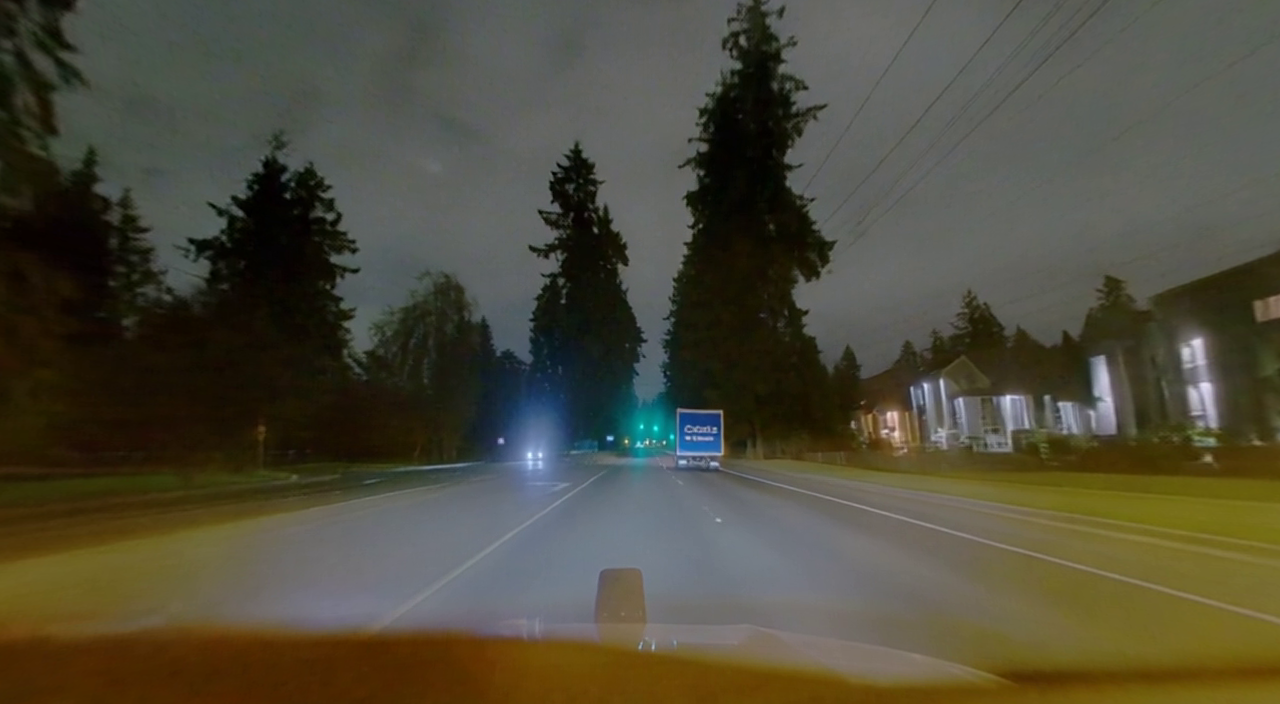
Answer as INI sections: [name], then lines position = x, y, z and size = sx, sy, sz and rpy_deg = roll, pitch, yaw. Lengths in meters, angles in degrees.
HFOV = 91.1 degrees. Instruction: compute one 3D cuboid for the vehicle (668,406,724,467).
[vehicle]
position = 3.805, 6.077, 44.777
size = 2.973, 3.848, 9.336
rpy_deg = 0, -8, -1
